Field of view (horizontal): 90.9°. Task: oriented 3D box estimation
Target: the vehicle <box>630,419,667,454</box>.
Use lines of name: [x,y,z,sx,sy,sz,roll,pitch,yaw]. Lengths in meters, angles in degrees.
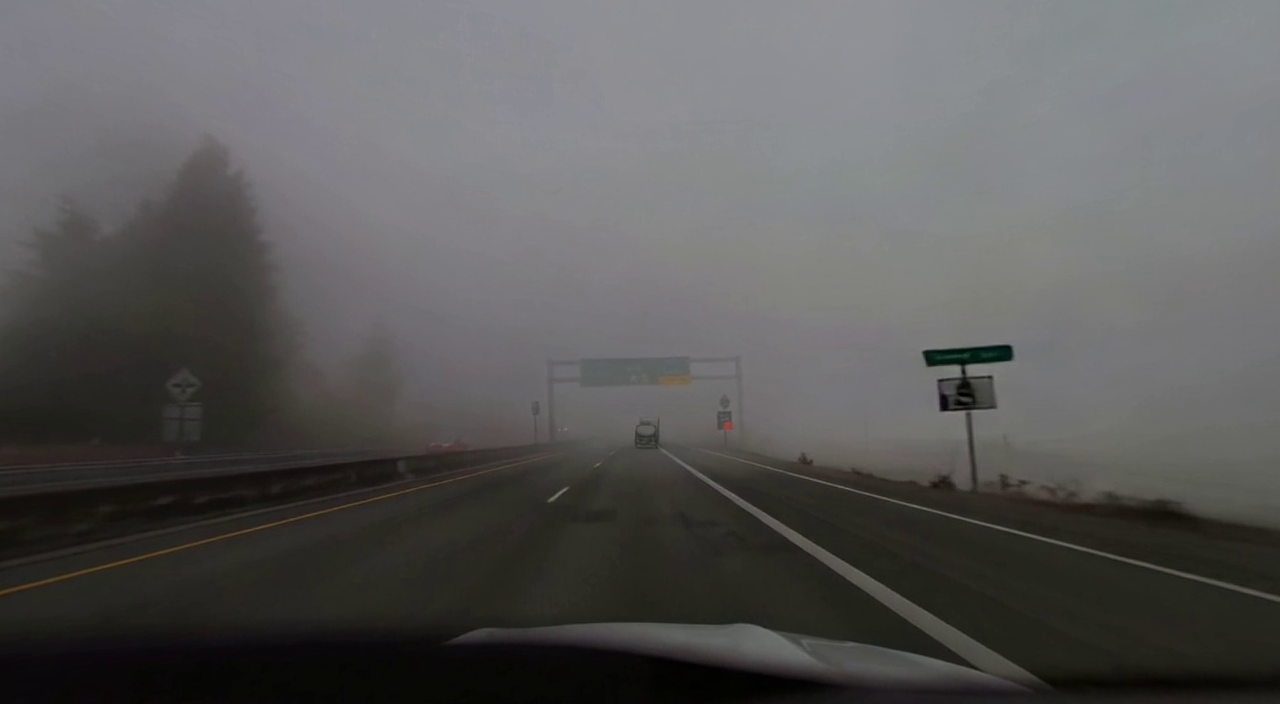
vehicle: [0.577,5.909,44.098,2.450,2.314,4.753,0,-8,1]
